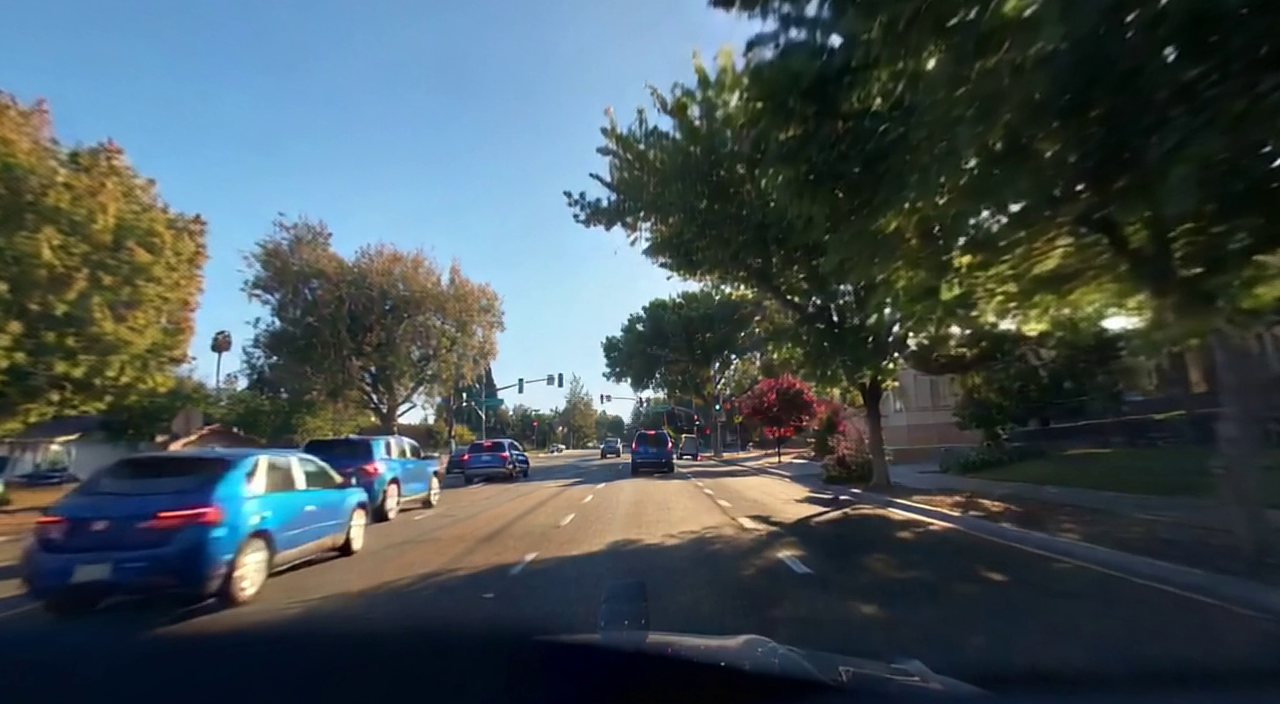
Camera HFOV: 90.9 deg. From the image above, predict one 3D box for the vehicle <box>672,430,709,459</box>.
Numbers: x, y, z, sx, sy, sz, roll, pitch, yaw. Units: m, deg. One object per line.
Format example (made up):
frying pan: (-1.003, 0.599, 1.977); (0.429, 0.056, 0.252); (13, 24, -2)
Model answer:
vehicle: (3.765, 7.063, 48.165); (2.338, 2.063, 5.672); (0, -8, -1)

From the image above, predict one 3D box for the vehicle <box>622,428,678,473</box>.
vehicle: (0.428, 4.292, 27.610); (2.235, 1.778, 4.178); (-1, -8, 1)

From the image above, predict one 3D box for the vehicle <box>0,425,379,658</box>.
vehicle: (-4.370, 1.541, 6.332); (2.043, 1.464, 4.571); (1, -8, -7)

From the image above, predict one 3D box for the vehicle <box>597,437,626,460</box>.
vehicle: (-2.180, 7.477, 49.093); (2.058, 1.659, 4.514); (0, -8, 0)

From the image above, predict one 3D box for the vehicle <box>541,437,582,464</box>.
vehicle: (-5.176, 6.577, 42.090); (2.108, 1.689, 4.316); (-1, -8, 1)

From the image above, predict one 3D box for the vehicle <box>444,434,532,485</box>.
vehicle: (-5.393, 3.872, 23.029); (2.052, 1.664, 4.476); (-1, -8, 0)
